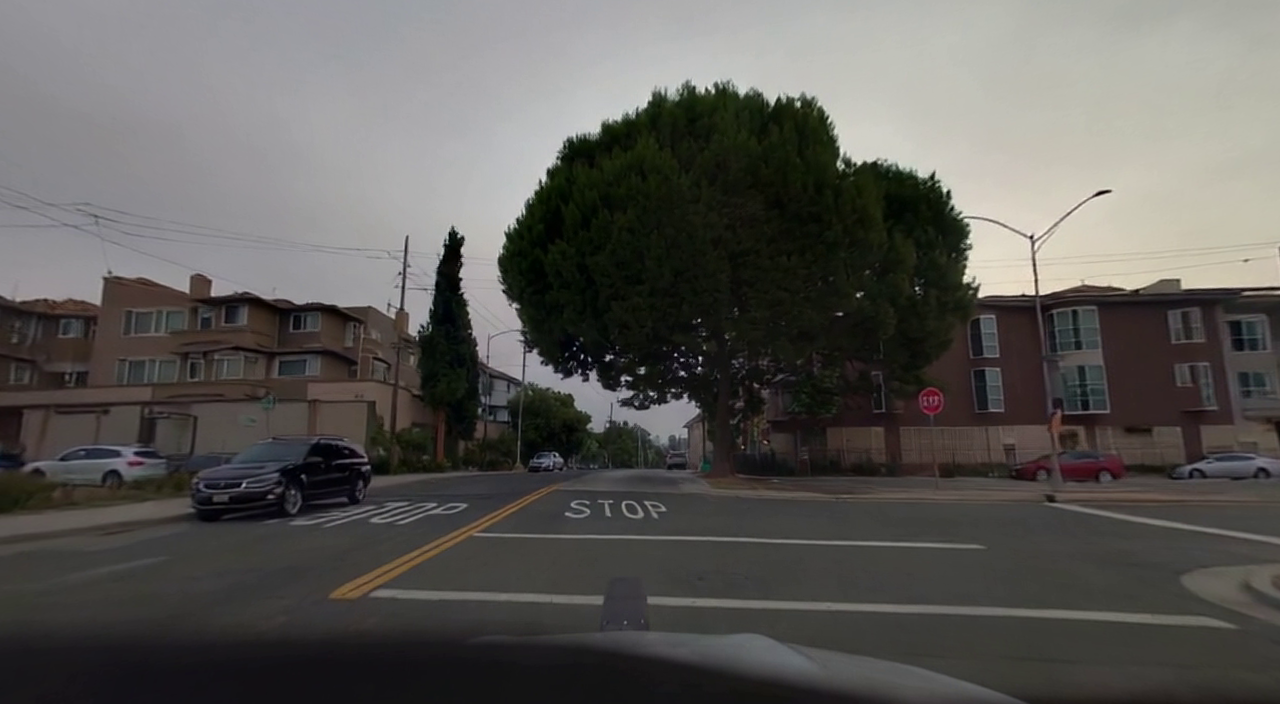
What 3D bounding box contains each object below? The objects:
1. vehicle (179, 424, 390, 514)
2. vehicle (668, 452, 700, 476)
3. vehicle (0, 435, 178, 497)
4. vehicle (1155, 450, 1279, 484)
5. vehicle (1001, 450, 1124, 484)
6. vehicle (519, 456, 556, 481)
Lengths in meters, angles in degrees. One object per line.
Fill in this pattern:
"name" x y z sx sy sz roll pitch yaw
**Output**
"vehicle" -7.504 2.572 14.092 2.156 1.620 4.945 1 -10 -5
"vehicle" 2.841 7.356 41.637 1.851 1.471 4.372 0 -8 0
"vehicle" -16.331 3.191 17.968 2.010 1.583 4.582 -7 -11 39
"vehicle" 27.805 5.505 30.304 4.323 1.507 1.896 0 -8 1
"vehicle" 20.312 5.518 30.420 4.528 1.458 1.939 0 -7 0
"vehicle" -7.294 8.290 45.147 1.904 1.475 3.784 0 -6 2
